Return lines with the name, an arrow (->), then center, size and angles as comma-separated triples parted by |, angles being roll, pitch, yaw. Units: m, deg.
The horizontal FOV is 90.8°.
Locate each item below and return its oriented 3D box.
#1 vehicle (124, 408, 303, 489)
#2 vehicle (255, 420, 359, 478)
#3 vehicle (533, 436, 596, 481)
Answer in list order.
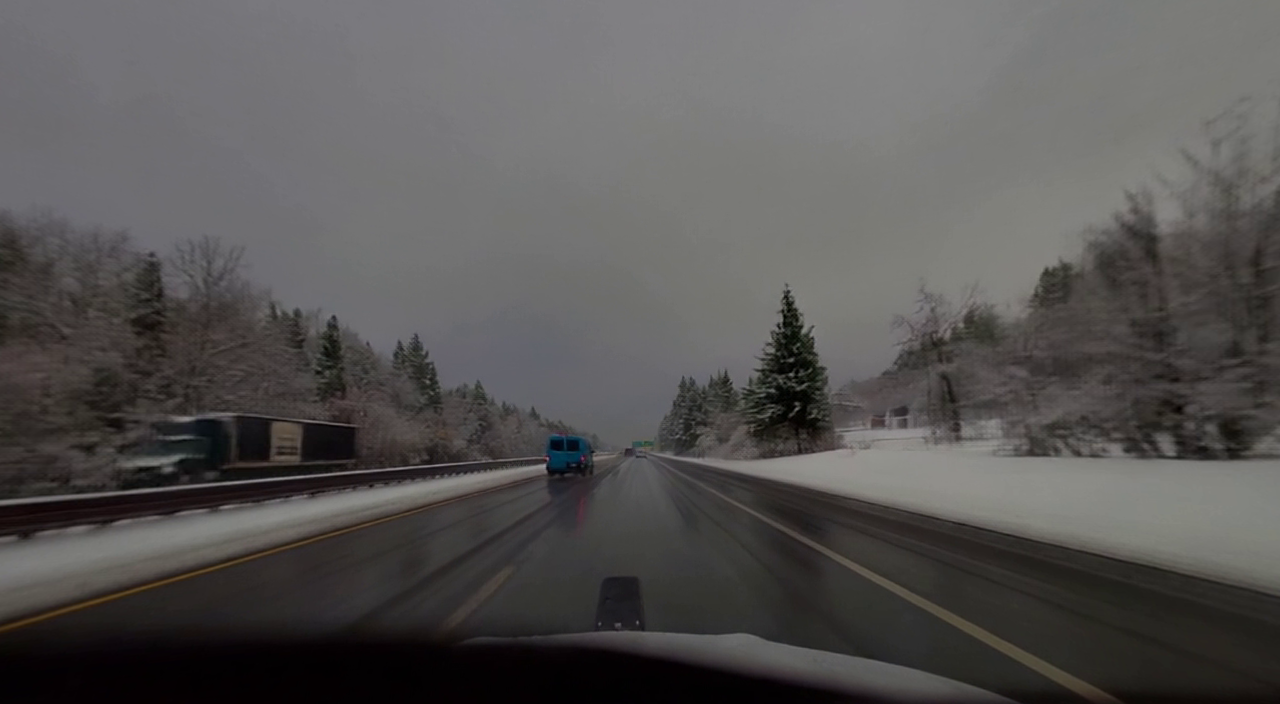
vehicle -> -24.105, 5.607, 36.798 | 3.017, 3.992, 10.608 | 0, -9, 0
vehicle -> -24.162, 7.123, 46.456 | 2.928, 3.860, 8.514 | 0, -9, 0
vehicle -> -3.512, 5.110, 30.536 | 2.349, 1.973, 5.419 | 0, -9, 0
